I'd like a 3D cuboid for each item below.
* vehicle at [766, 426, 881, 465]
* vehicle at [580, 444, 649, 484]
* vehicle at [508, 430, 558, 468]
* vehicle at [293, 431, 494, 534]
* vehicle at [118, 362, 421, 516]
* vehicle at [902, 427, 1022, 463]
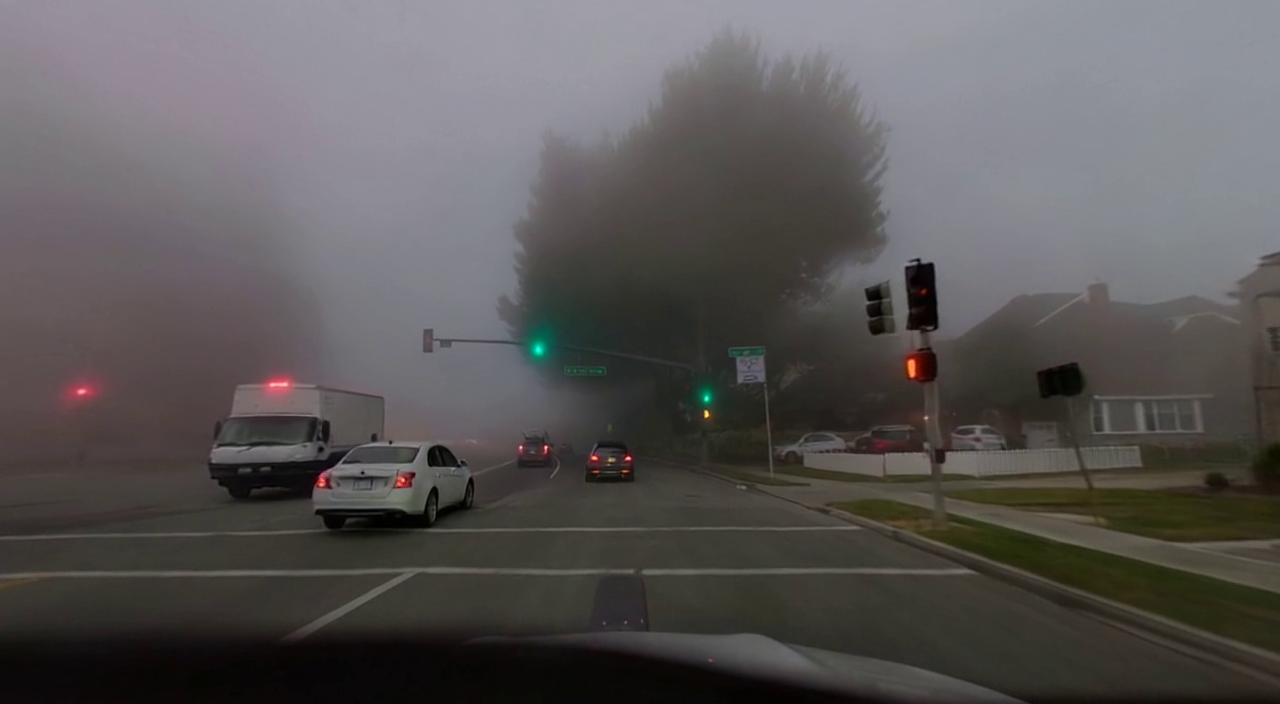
[{"bbox_3d":[8.709,4.442,30.029,4.742,1.690,2.218,2,-9,-18],"label":"vehicle"},{"bbox_3d":[-0.869,3.764,21.569,2.131,1.222,3.868,0,-8,-3],"label":"vehicle"},{"bbox_3d":[-5.663,5.195,33.903,2.032,1.852,4.571,-1,-8,-1],"label":"vehicle"},{"bbox_3d":[-4.004,2.168,11.131,1.709,1.425,4.337,-1,-8,1],"label":"vehicle"},{"bbox_3d":[-7.719,2.013,14.561,2.821,2.701,6.721,0,-8,1],"label":"vehicle"},{"bbox_3d":[14.667,4.227,28.810,4.615,1.555,2.021,2,-9,-15],"label":"vehicle"}]
